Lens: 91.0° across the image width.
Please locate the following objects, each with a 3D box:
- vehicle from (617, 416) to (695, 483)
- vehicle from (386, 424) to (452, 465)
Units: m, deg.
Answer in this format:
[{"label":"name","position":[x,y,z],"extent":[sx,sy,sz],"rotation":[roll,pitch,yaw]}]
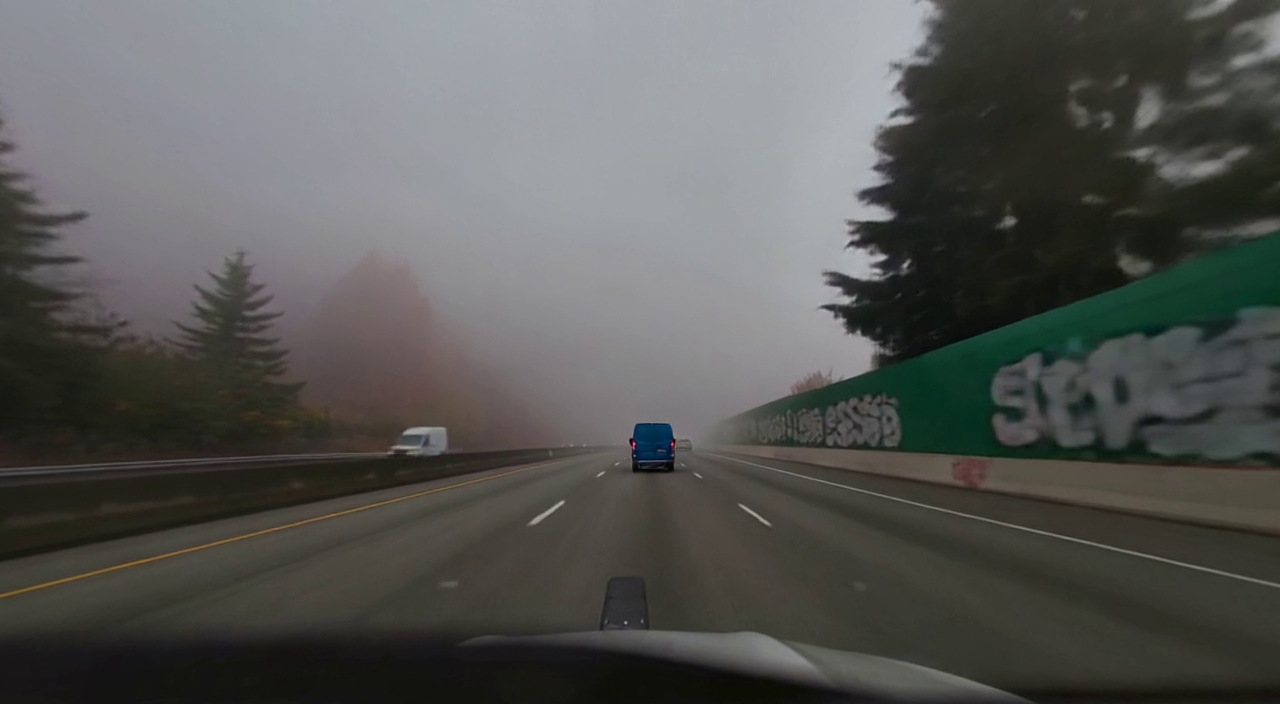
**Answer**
[{"label":"vehicle","position":[0.482,3.197,20.773],"extent":[2.283,1.956,4.421],"rotation":[0,-8,0]},{"label":"vehicle","position":[-15.762,6.640,45.222],"extent":[2.356,2.698,5.982],"rotation":[0,-8,2]}]
